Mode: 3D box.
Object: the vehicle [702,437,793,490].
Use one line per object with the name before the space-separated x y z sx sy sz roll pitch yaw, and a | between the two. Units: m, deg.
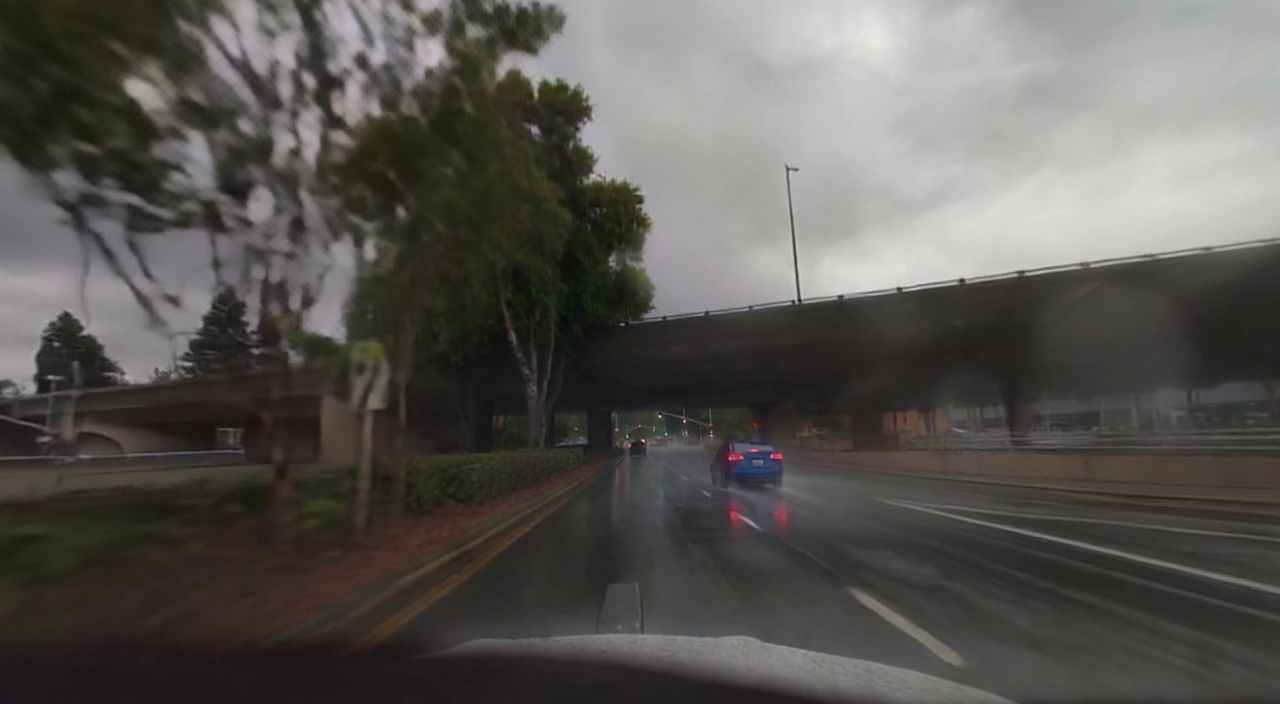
vehicle | 3.305 3.546 20.420 2.062 1.484 4.332 -1 -8 -1
